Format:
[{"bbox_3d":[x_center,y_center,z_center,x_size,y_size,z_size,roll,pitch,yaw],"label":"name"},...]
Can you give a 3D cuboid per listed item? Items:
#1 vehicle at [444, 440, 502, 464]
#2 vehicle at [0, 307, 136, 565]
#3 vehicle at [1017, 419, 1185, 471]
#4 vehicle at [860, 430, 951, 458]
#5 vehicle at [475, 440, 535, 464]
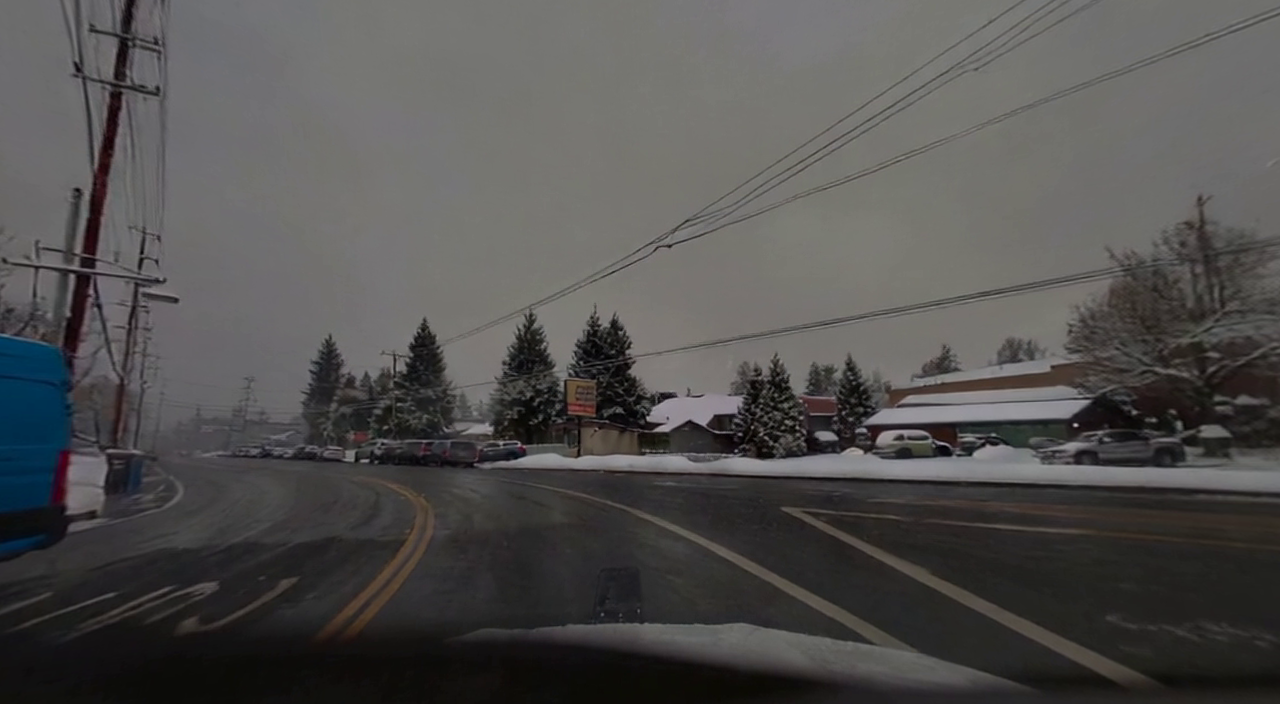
[{"bbox_3d":[-12.088,7.258,45.934,2.057,1.564,4.502,-3,-8,15],"label":"vehicle"},{"bbox_3d":[-12.014,0.924,6.813,3.276,3.922,10.384,-2,-8,10],"label":"vehicle"},{"bbox_3d":[16.812,3.386,23.119,4.543,1.744,2.164,0,-8,-6],"label":"vehicle"},{"bbox_3d":[15.496,5.391,36.879,4.454,1.504,1.970,0,-8,-5],"label":"vehicle"},{"bbox_3d":[-9.174,6.835,43.342,2.074,1.526,4.853,-3,-8,15],"label":"vehicle"}]
